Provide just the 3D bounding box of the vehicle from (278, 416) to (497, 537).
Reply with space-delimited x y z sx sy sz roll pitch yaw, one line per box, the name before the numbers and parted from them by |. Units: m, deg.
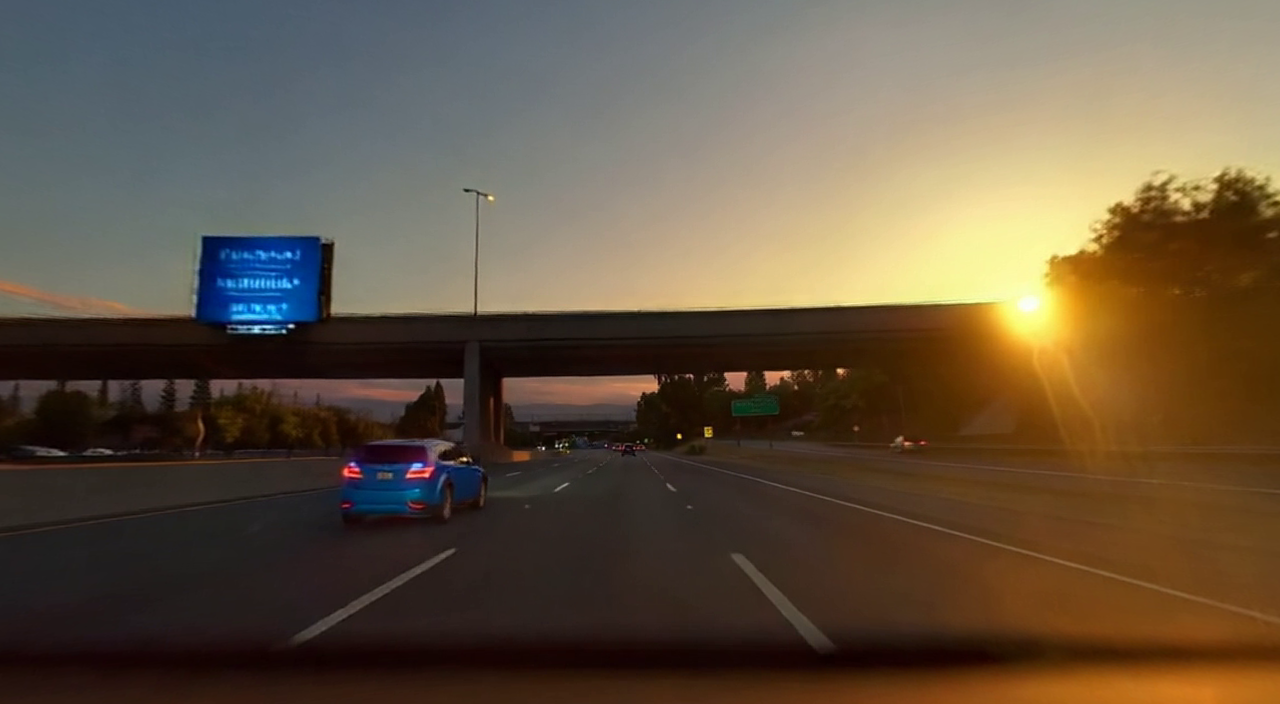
vehicle | -4.204 2.157 11.569 2.102 1.727 4.704 0 -9 -1
